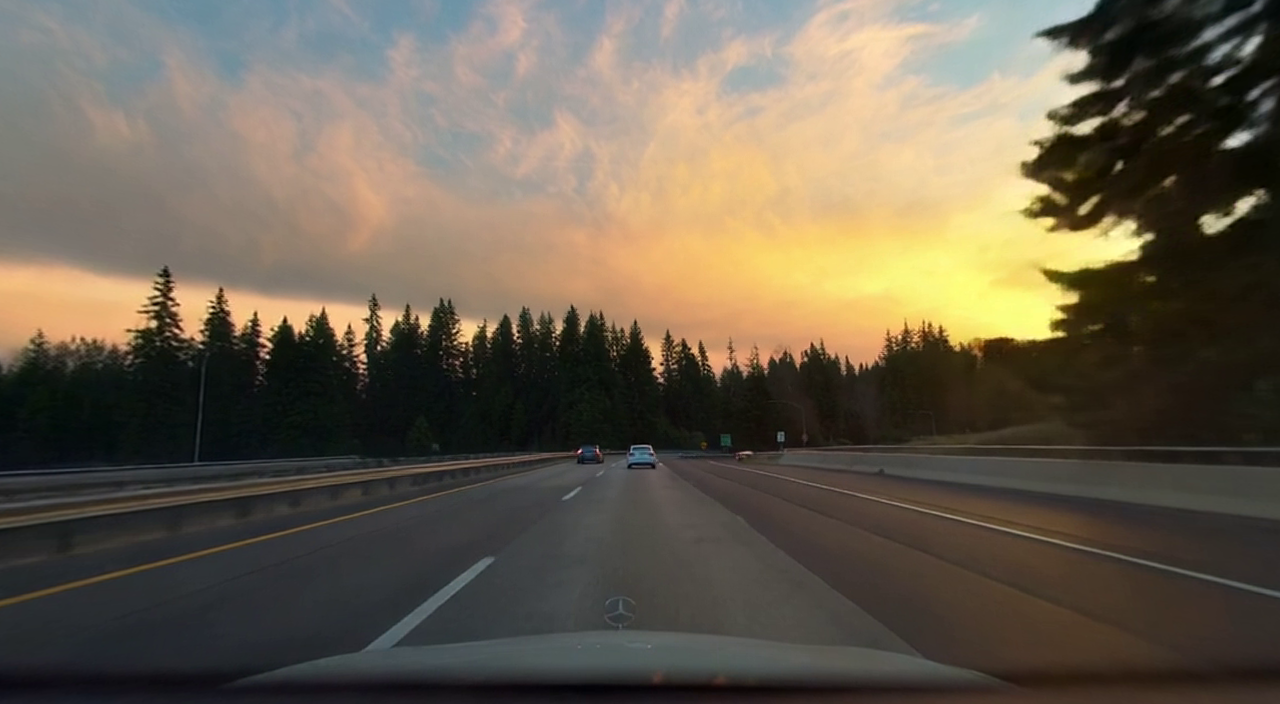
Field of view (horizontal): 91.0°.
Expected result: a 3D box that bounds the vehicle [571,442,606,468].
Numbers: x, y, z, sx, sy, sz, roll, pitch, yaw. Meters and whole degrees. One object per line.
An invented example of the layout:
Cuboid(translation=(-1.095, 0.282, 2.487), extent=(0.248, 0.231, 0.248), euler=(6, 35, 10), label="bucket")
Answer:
Cuboid(translation=(-3.690, 7.458, 45.771), extent=(2.130, 1.741, 4.665), euler=(0, -8, 1), label="vehicle")

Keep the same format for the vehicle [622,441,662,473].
Cuboid(translation=(0.129, 5.884, 35.562), extent=(2.130, 1.684, 3.826), euler=(0, -8, 0), label="vehicle")
